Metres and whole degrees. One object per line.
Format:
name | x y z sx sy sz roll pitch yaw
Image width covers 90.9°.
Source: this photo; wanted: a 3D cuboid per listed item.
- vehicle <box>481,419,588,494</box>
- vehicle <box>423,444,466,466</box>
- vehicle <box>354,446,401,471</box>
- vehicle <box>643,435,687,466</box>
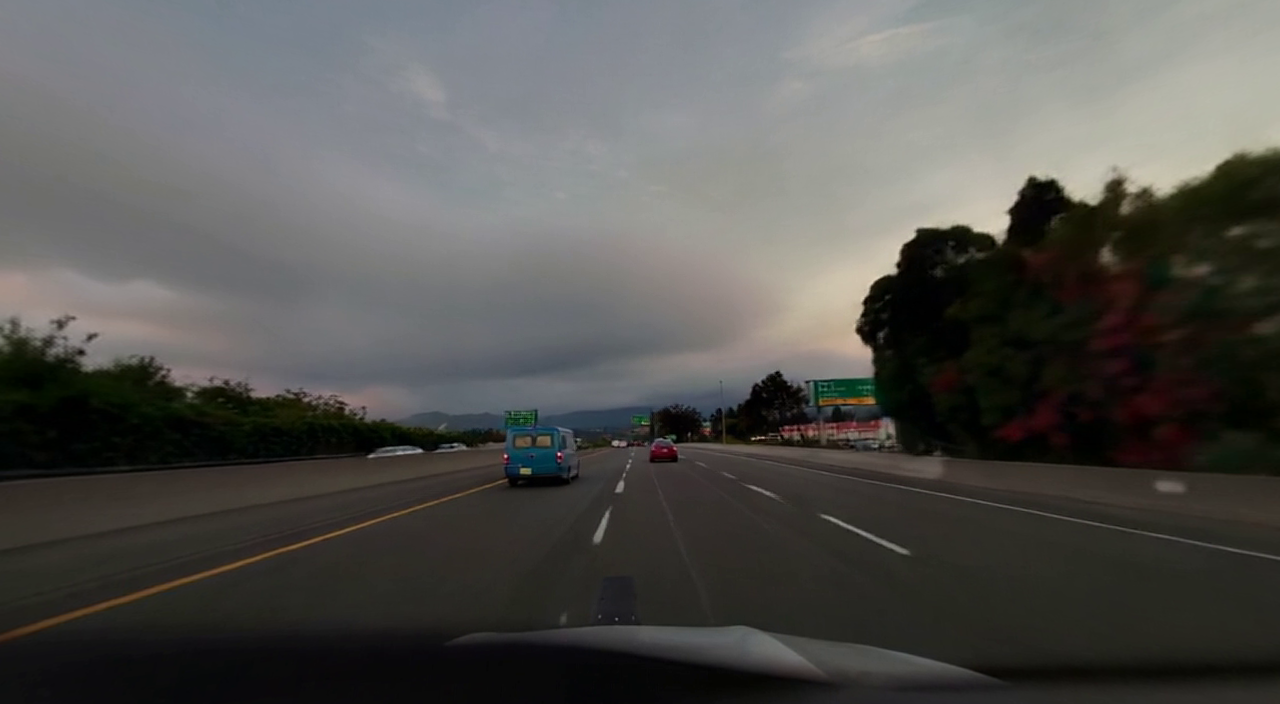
vehicle | -2.637 2.722 16.878 2.061 1.732 4.457 0 -8 1
vehicle | -13.894 7.343 45.009 1.805 1.467 3.531 0 -8 2
vehicle | -18.609 7.535 44.859 1.890 1.607 3.350 0 -8 0
vehicle | 1.276 5.310 34.356 2.151 1.550 4.694 0 -8 -1
